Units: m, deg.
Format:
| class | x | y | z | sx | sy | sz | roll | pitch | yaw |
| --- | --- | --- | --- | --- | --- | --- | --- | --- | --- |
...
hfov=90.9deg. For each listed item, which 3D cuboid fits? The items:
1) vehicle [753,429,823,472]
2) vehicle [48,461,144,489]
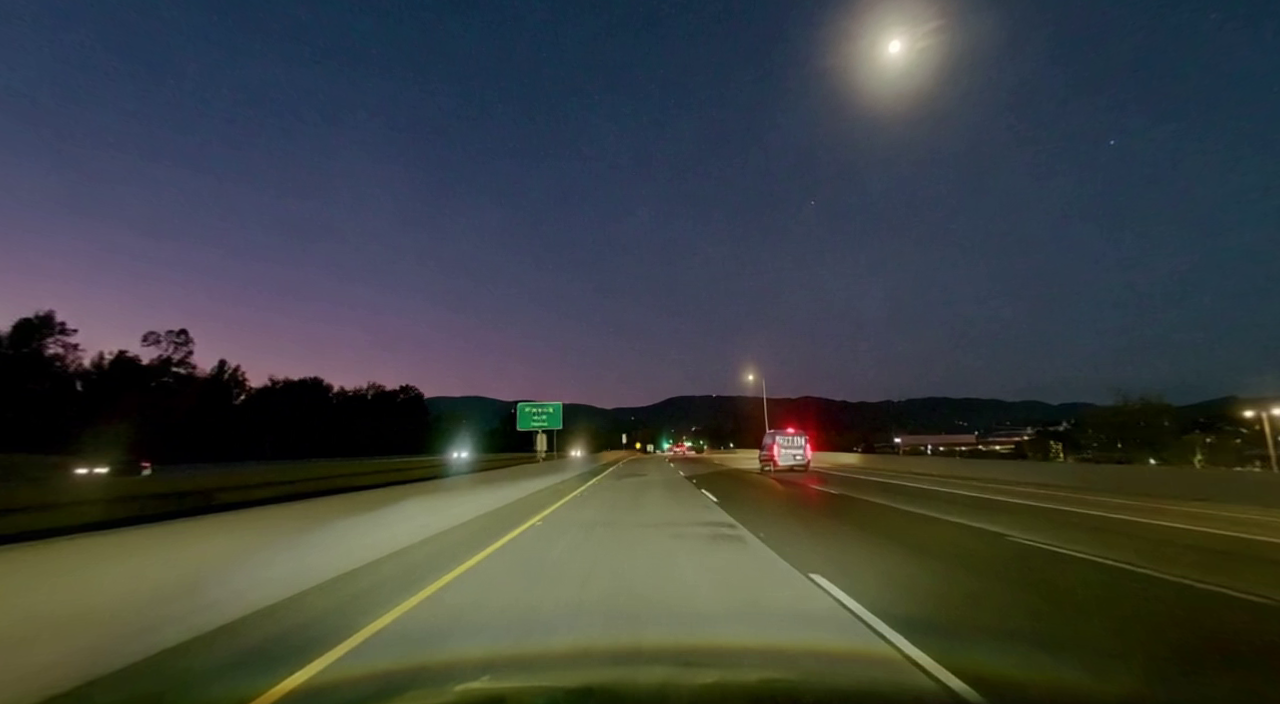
| class | x | y | z | sx | sy | sz | roll | pitch | yaw |
| --- | --- | --- | --- | --- | --- | --- | --- | --- | --- |
| vehicle | 7.658 | 5.178 | 33.302 | 2.275 | 2.059 | 5.543 | 0 | -8 | -1 |
| vehicle | -35.373 | 7.978 | 41.191 | 1.933 | 1.536 | 4.882 | 0 | -8 | -1 |
